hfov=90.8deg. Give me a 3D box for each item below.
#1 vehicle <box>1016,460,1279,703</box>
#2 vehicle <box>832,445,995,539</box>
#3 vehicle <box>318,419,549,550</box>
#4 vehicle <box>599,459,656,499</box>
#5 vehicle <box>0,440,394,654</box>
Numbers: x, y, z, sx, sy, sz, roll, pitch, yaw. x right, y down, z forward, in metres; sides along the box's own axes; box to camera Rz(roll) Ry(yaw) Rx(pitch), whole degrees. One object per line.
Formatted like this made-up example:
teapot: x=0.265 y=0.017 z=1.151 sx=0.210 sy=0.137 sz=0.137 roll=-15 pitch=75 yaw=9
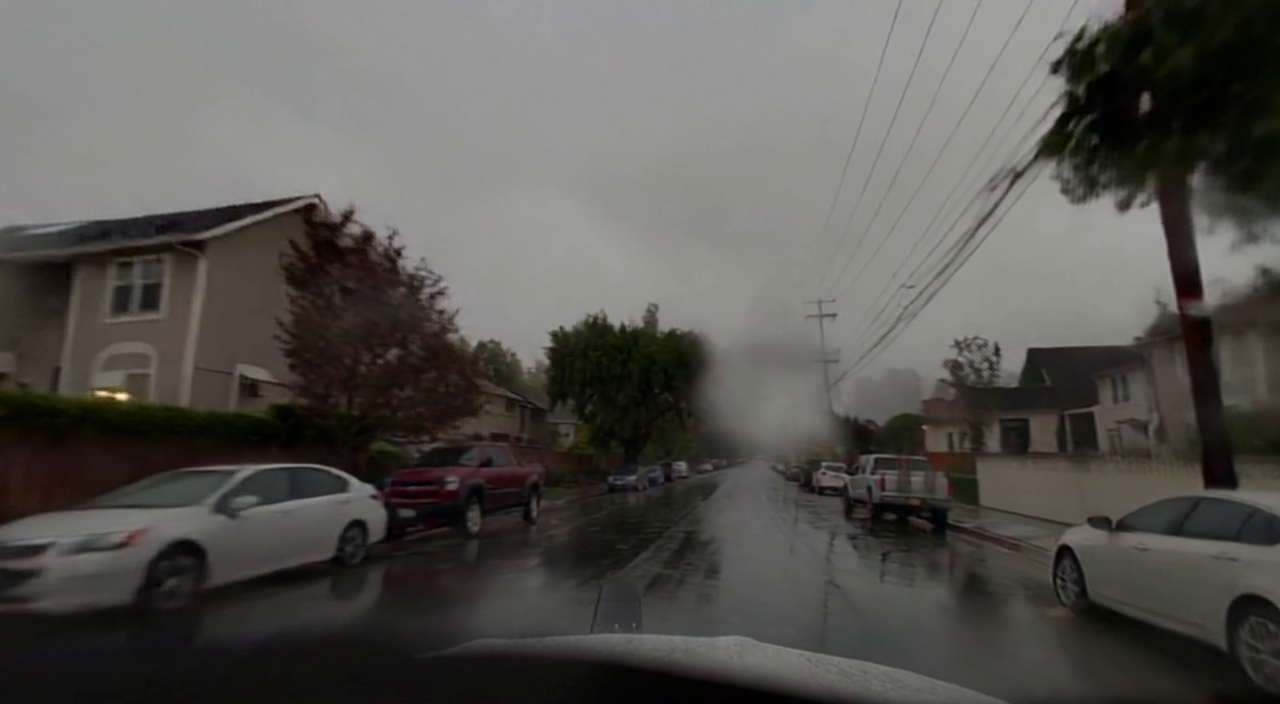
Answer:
vehicle: x=4.961 y=1.641 z=4.808 sx=1.973 sy=1.517 sz=4.604 roll=-1 pitch=-9 yaw=9
vehicle: x=7.086 y=3.619 z=17.292 sx=2.547 sy=2.075 sz=5.693 roll=-1 pitch=-9 yaw=7
vehicle: x=-3.646 y=2.564 z=12.448 sx=2.194 sy=1.995 sz=4.814 roll=-4 pitch=-11 yaw=11
vehicle: x=-0.505 y=6.072 z=30.535 sx=1.971 sy=1.648 sz=4.638 roll=-1 pitch=-9 yaw=9
vehicle: x=-4.755 y=1.805 z=6.688 sx=1.823 sy=1.427 sz=4.407 roll=-4 pitch=-12 yaw=12
